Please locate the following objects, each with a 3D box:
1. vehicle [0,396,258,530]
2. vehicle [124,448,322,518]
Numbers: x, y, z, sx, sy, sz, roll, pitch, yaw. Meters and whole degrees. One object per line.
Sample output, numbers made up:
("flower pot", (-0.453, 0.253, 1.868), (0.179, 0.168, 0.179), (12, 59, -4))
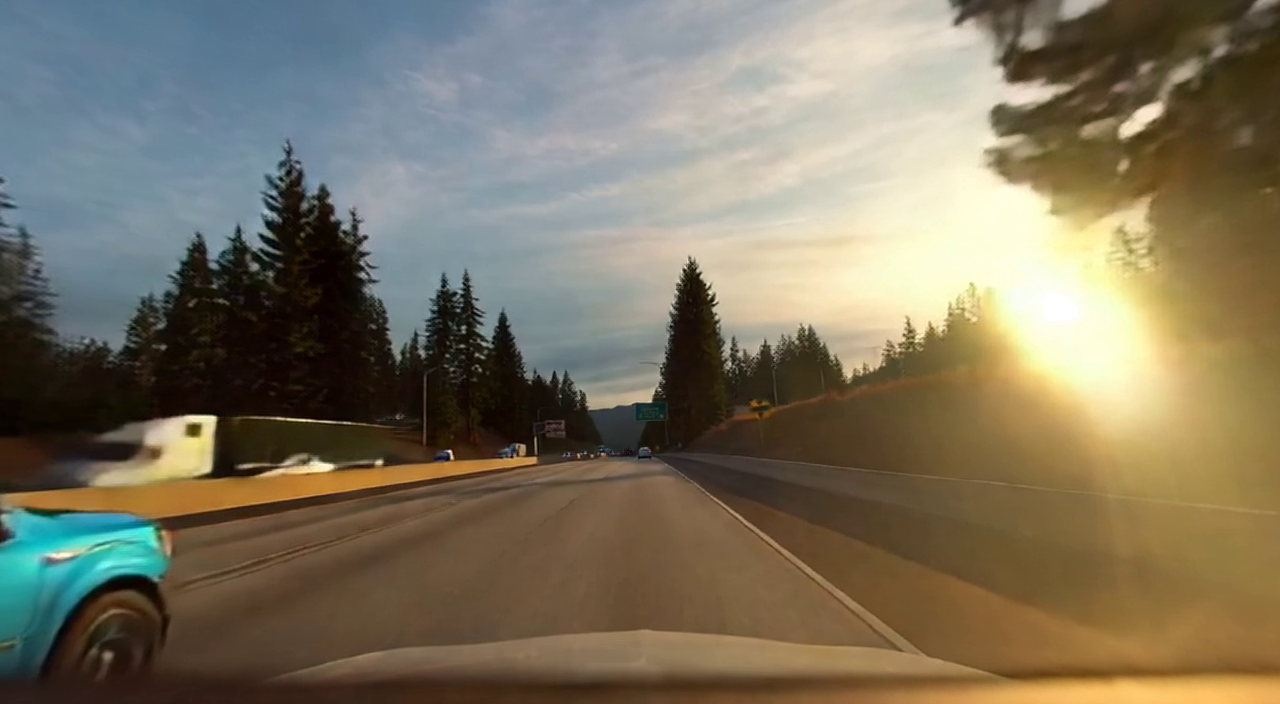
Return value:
("vehicle", (-15.116, 3.168, 18.789), (2.935, 3.173, 7.113), (0, -8, 0))
("vehicle", (-11.007, 3.437, 17.219), (2.129, 1.560, 4.733), (-1, -8, 1))
